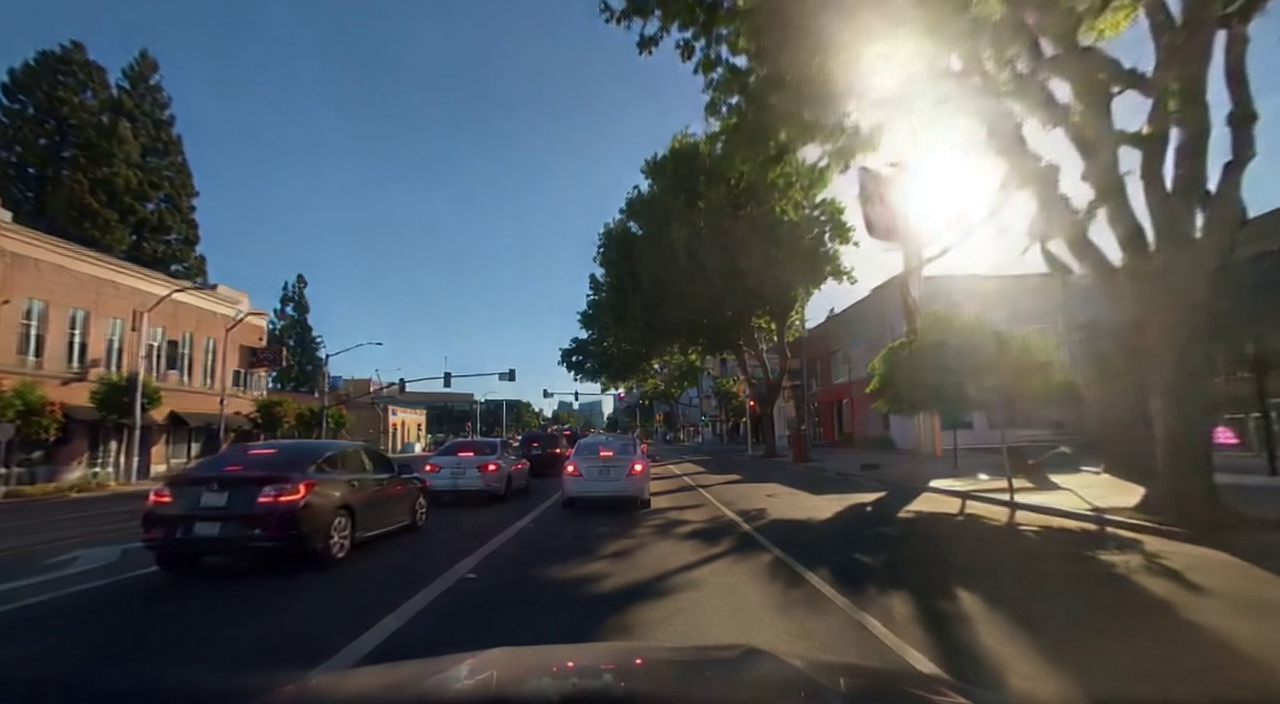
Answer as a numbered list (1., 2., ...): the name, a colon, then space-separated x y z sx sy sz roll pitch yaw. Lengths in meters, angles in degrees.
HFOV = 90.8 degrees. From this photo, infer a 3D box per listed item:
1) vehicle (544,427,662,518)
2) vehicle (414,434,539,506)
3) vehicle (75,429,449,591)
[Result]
1. vehicle: -0.651 2.378 12.962 2.042 1.555 3.912 0 -9 -1
2. vehicle: -3.759 2.795 15.362 1.950 1.487 4.130 0 -9 0
3. vehicle: -4.152 1.789 8.090 2.020 1.457 4.496 0 -9 0
